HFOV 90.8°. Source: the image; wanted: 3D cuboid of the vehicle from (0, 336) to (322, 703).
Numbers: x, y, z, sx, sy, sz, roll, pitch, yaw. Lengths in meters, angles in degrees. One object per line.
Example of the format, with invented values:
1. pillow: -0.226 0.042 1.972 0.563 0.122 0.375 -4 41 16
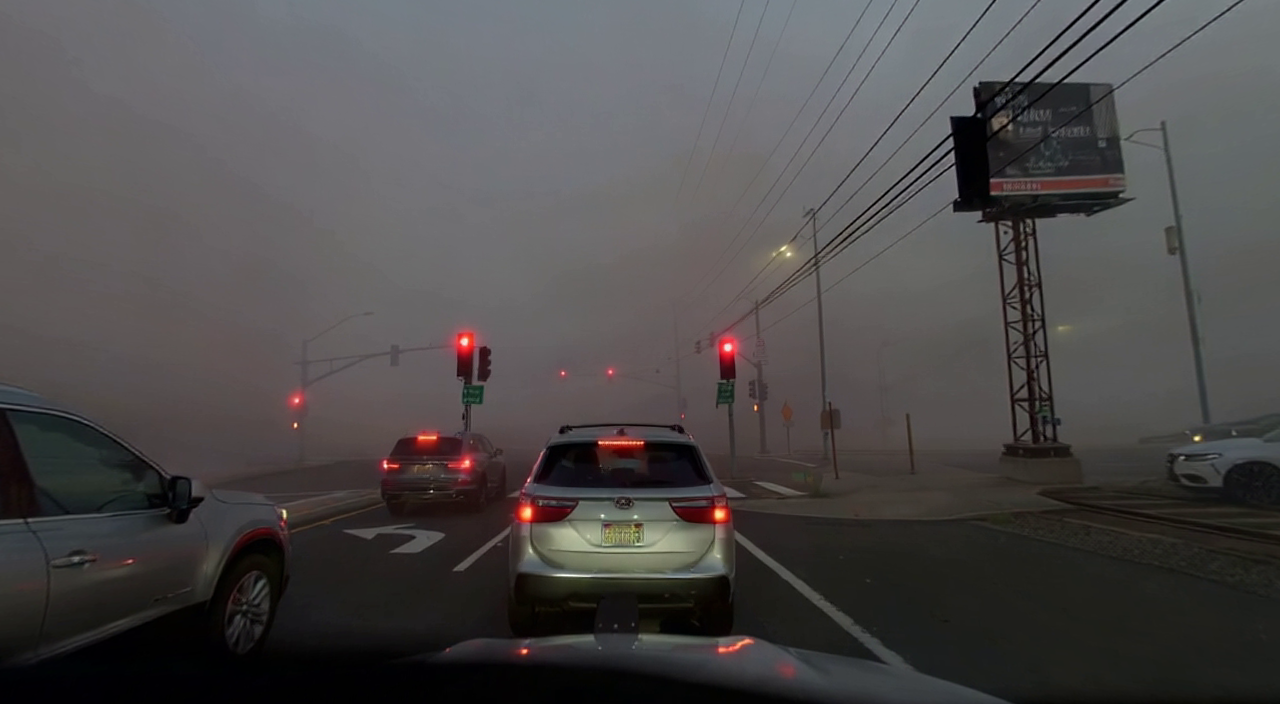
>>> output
1. vehicle: -3.926 0.885 3.117 2.052 1.814 5.184 0 -9 -1

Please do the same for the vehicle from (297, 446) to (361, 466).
1. vehicle: -24.176 8.081 49.094 4.357 1.444 1.842 -3 -9 19

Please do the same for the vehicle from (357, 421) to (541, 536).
1. vehicle: -3.147 2.185 11.508 1.988 1.678 4.317 0 -9 0

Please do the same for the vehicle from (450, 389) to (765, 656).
1. vehicle: -0.209 1.379 5.995 2.025 1.723 3.644 0 -9 0

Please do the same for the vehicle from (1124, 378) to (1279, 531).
1. vehicle: 9.617 1.315 8.197 5.060 1.702 2.033 1 -9 -4
